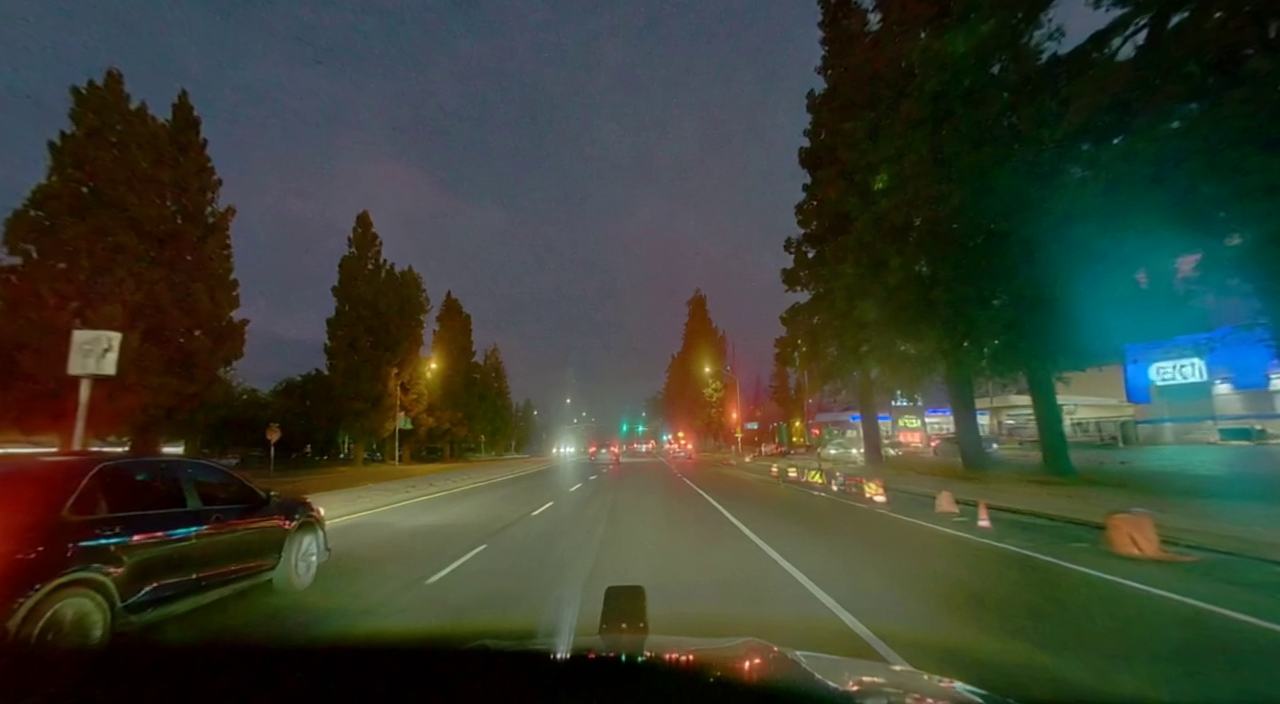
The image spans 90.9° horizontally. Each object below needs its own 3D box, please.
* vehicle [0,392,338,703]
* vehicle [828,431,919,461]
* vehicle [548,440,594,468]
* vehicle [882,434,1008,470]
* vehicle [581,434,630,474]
[{"bbox_3d":[-3.903,1.158,4.228,1.856,1.540,3.733,0,-8,0],"label":"vehicle"},{"bbox_3d":[13.870,5.567,37.416,4.804,1.695,2.055,-4,-9,25],"label":"vehicle"},{"bbox_3d":[-3.833,5.800,35.922,2.107,1.482,4.674,0,-8,0],"label":"vehicle"},{"bbox_3d":[13.400,4.423,28.015,4.835,1.458,1.934,-3,-9,22],"label":"vehicle"},{"bbox_3d":[-1.624,4.584,28.530,2.038,1.682,4.399,1,-9,-5],"label":"vehicle"}]
